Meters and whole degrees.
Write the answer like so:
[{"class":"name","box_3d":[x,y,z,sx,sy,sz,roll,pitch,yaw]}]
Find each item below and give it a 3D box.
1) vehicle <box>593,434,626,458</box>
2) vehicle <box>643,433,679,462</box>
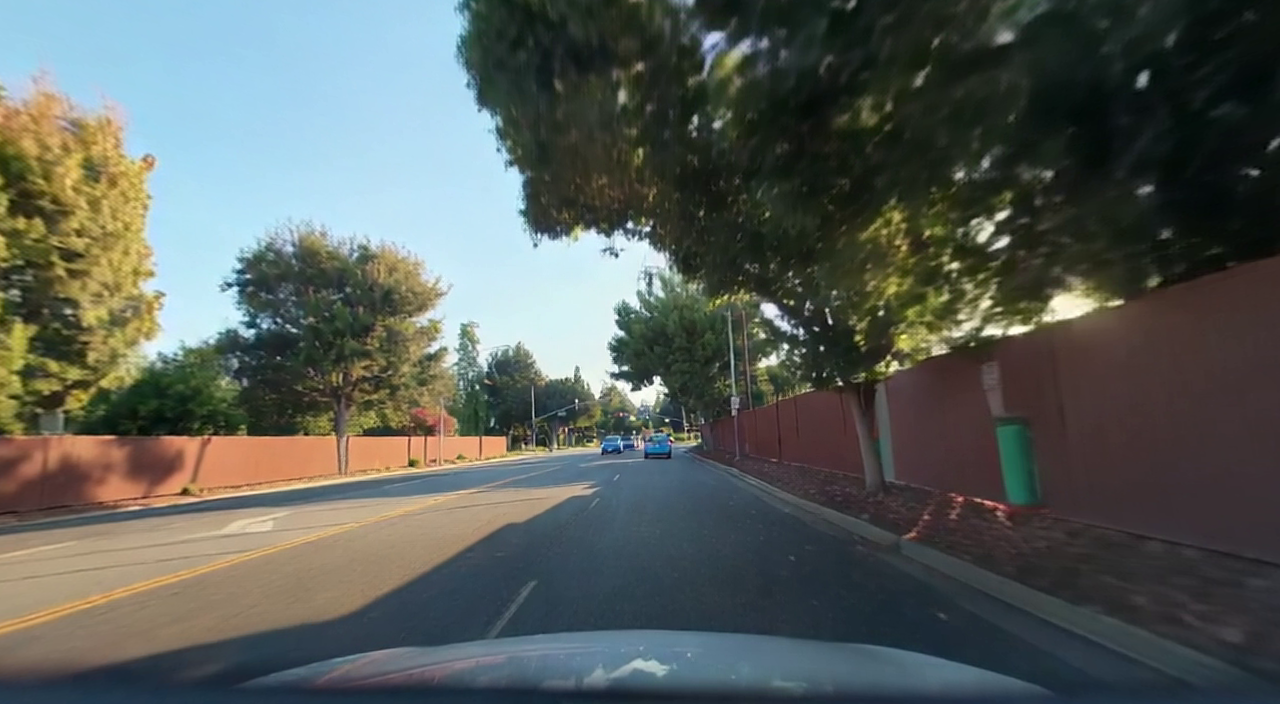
[{"class":"vehicle","box_3d":[-2.314,7.289,48.854,2.190,1.766,4.394,0,-8,1]},{"class":"vehicle","box_3d":[1.264,5.986,39.536,2.127,1.665,3.993,0,-8,1]}]
